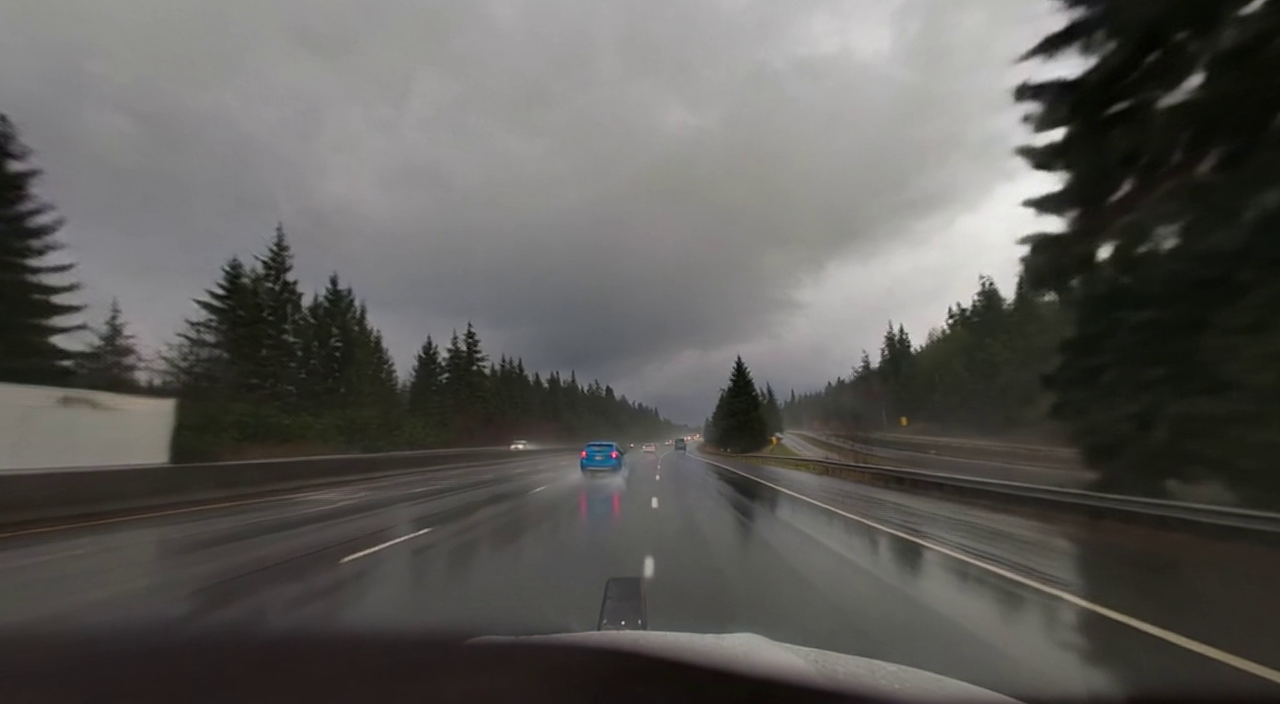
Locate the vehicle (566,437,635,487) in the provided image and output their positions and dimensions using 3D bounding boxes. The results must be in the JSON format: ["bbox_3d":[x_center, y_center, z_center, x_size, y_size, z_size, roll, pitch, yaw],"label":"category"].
[{"bbox_3d":[-1.380,4.083,23.702,2.133,1.686,4.203,-1,-8,2],"label":"vehicle"}]

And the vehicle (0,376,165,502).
[{"bbox_3d":[-22.664,2.673,19.338,2.972,4.100,16.483,-1,-8,1],"label":"vehicle"}]
